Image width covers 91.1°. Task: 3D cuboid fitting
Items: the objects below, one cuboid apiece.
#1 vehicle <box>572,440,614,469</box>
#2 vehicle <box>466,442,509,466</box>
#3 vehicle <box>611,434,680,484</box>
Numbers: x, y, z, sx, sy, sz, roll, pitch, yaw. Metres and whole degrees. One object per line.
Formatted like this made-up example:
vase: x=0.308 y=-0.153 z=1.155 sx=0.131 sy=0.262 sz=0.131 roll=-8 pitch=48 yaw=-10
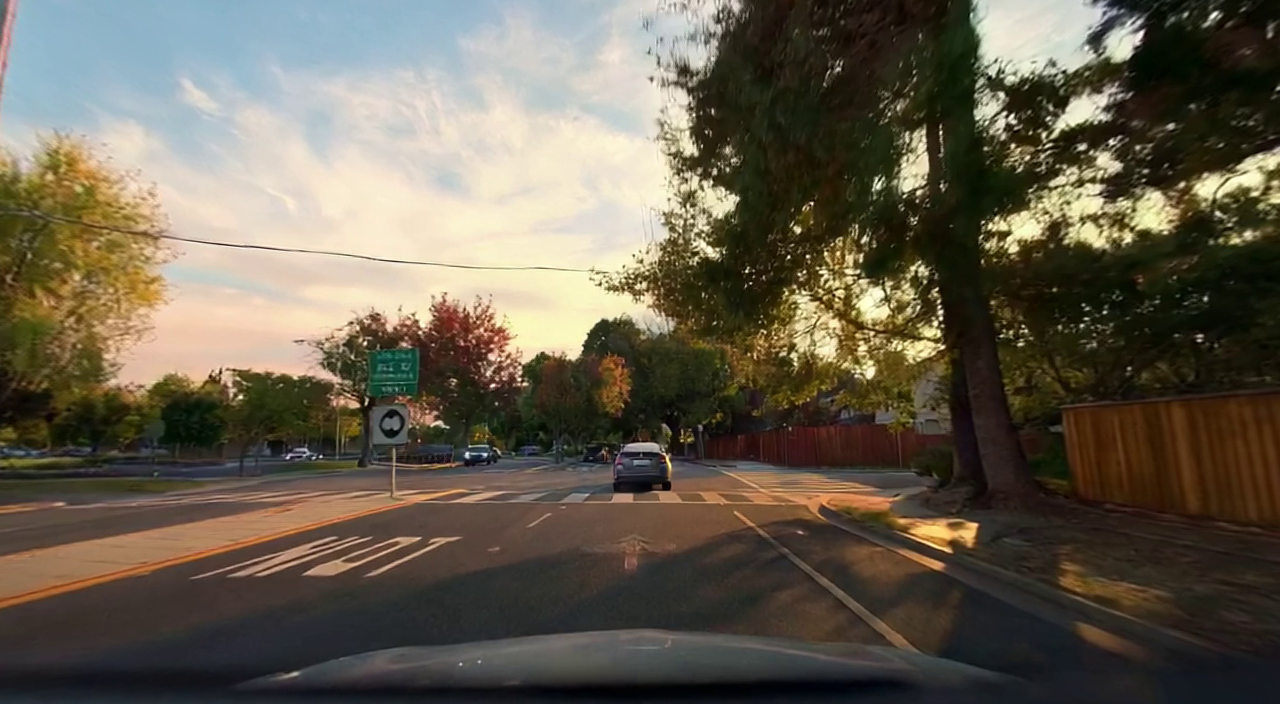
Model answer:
vehicle: x=-2.850 y=6.364 z=39.423 sx=2.067 sy=1.546 sz=4.988 roll=2 pitch=-7 yaw=2
vehicle: x=-11.292 y=7.553 z=46.829 sx=2.103 sy=1.679 sz=4.199 roll=0 pitch=-8 yaw=1
vehicle: x=0.235 y=3.869 z=23.033 sx=2.290 sy=1.653 sz=4.127 roll=0 pitch=-8 yaw=1
